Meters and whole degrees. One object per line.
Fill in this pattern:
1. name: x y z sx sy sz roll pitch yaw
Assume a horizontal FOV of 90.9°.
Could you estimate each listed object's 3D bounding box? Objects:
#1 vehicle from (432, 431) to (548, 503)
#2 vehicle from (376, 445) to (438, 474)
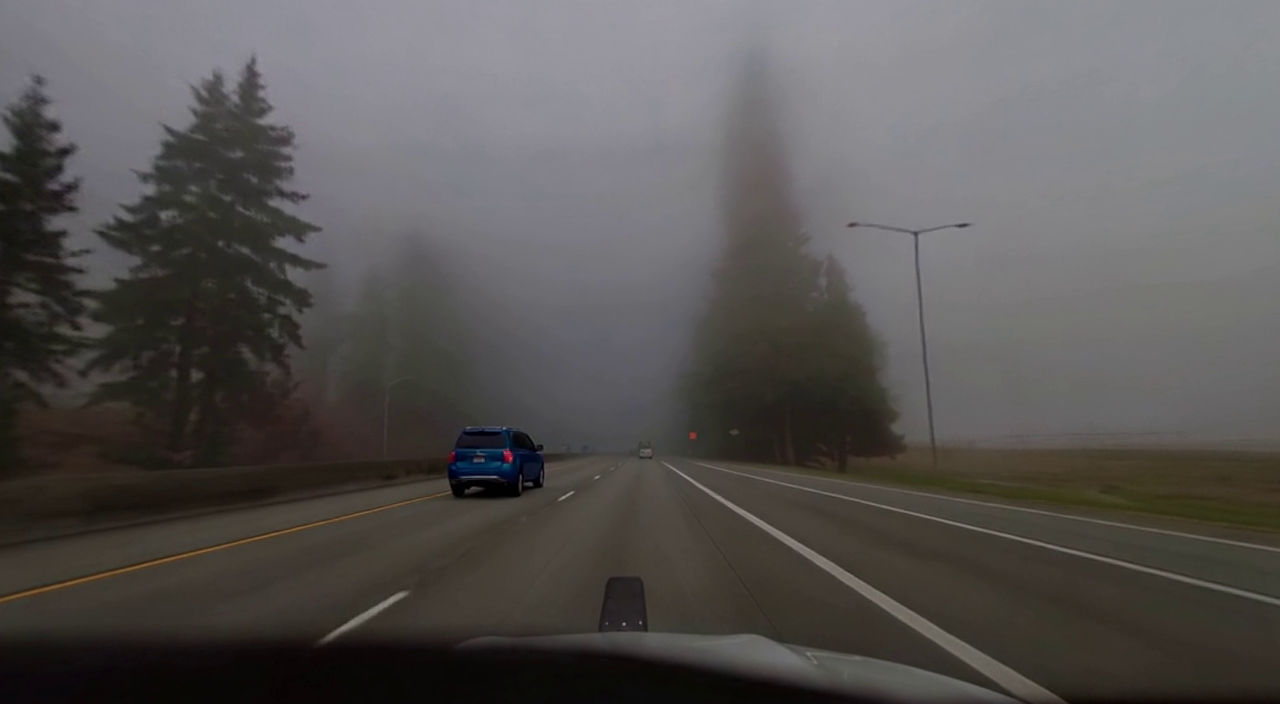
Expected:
1. vehicle: -4.019 3.174 17.823 2.084 1.752 4.479 0 -9 1
2. vehicle: -13.523 6.248 36.856 1.891 1.553 4.393 0 -9 1
